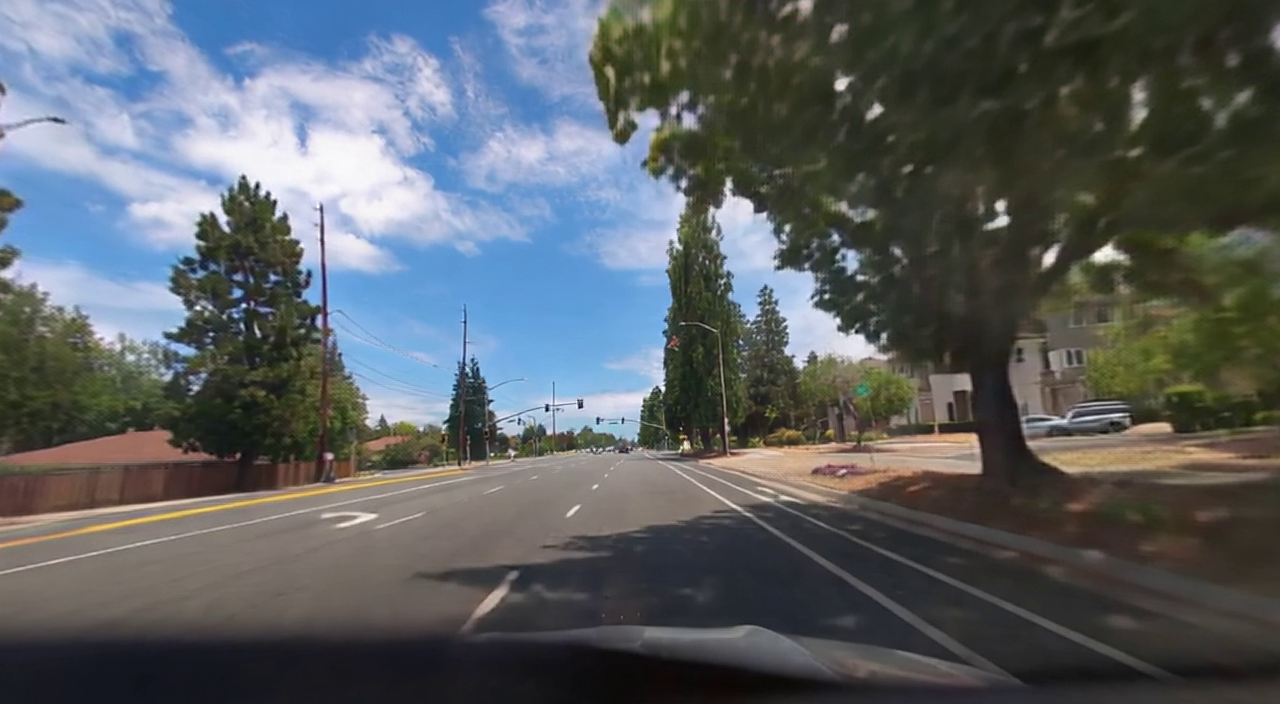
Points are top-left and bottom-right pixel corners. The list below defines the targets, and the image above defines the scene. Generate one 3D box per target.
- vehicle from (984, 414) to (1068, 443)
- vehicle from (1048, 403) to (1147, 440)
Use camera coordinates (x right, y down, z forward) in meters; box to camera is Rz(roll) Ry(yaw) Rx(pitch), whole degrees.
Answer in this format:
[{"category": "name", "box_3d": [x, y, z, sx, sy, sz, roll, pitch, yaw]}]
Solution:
[{"category": "vehicle", "box_3d": [22.805, 4.574, 37.502, 1.911, 1.598, 4.322, 1, -9, -6]}, {"category": "vehicle", "box_3d": [26.705, 4.150, 37.111, 2.081, 1.949, 4.635, 3, -8, -5]}]
